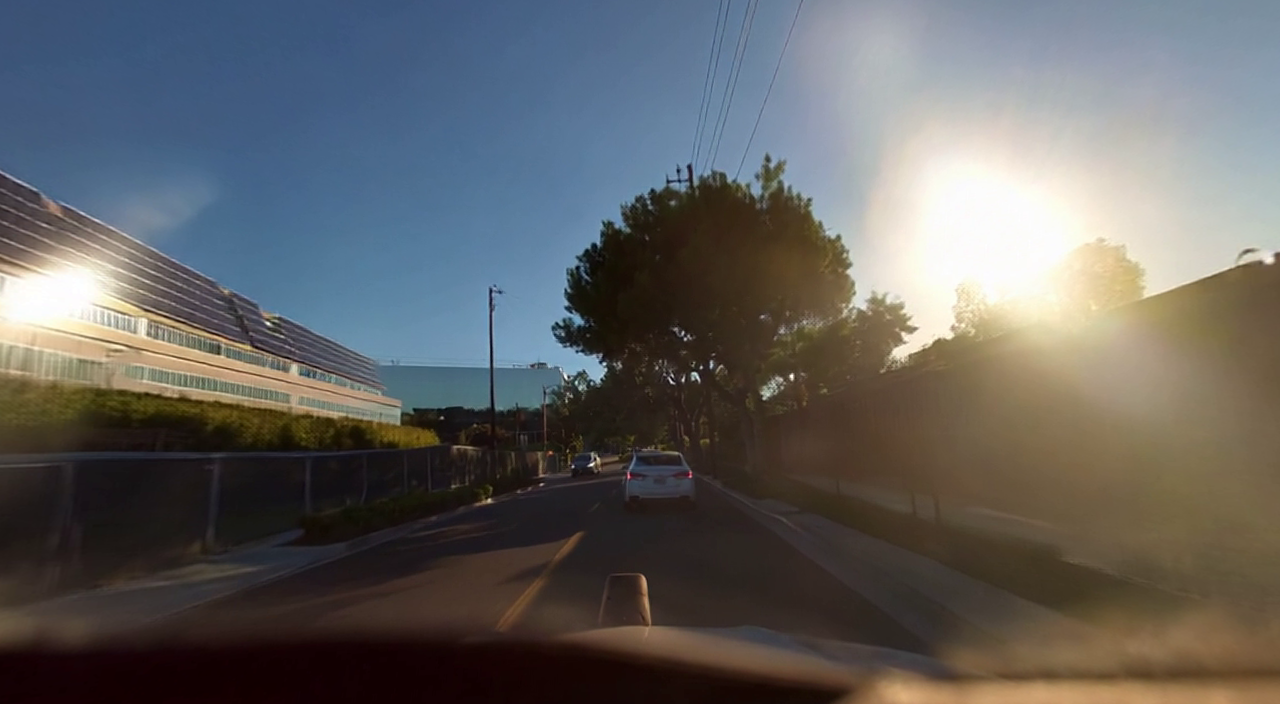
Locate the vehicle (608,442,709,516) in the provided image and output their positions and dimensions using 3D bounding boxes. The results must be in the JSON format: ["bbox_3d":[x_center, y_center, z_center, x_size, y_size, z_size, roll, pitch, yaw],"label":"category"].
[{"bbox_3d":[0.379,2.886,14.921,2.060,1.487,3.920,0,-8,0],"label":"vehicle"}]
